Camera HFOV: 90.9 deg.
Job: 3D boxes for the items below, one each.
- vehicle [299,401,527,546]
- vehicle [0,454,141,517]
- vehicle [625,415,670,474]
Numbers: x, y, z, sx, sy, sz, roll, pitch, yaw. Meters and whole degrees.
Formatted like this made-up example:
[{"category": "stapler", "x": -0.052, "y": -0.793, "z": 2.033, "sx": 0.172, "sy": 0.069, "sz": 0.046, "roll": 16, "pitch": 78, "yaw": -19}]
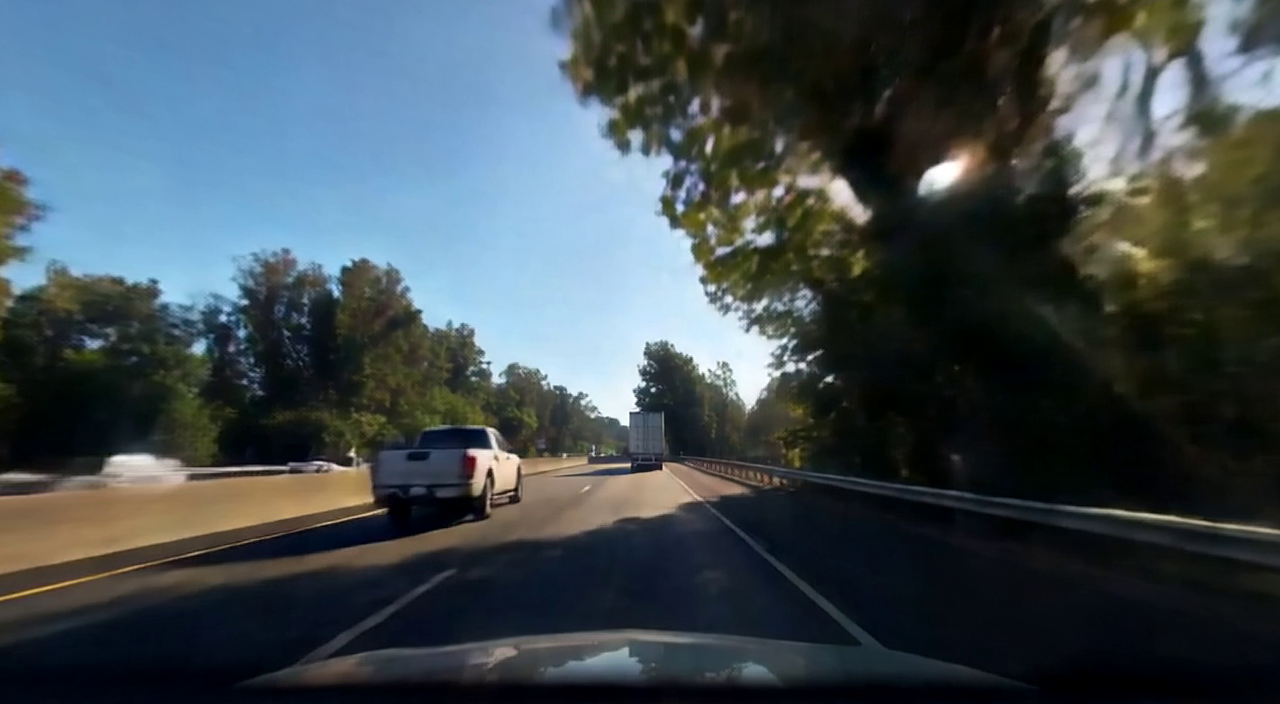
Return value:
[{"category": "vehicle", "x": -3.903, "y": 2.245, "z": 12.296, "sx": 2.283, "sy": 2.156, "sz": 5.546, "roll": 0, "pitch": -9, "yaw": 1}, {"category": "vehicle", "x": -17.131, "y": 3.686, "z": 17.837, "sx": 2.044, "sy": 1.523, "sz": 4.787, "roll": 0, "pitch": -9, "yaw": 0}, {"category": "vehicle", "x": 0.578, "y": 7.123, "z": 48.215, "sx": 3.024, "sy": 3.965, "sz": 10.399, "roll": 0, "pitch": -9, "yaw": 1}]
